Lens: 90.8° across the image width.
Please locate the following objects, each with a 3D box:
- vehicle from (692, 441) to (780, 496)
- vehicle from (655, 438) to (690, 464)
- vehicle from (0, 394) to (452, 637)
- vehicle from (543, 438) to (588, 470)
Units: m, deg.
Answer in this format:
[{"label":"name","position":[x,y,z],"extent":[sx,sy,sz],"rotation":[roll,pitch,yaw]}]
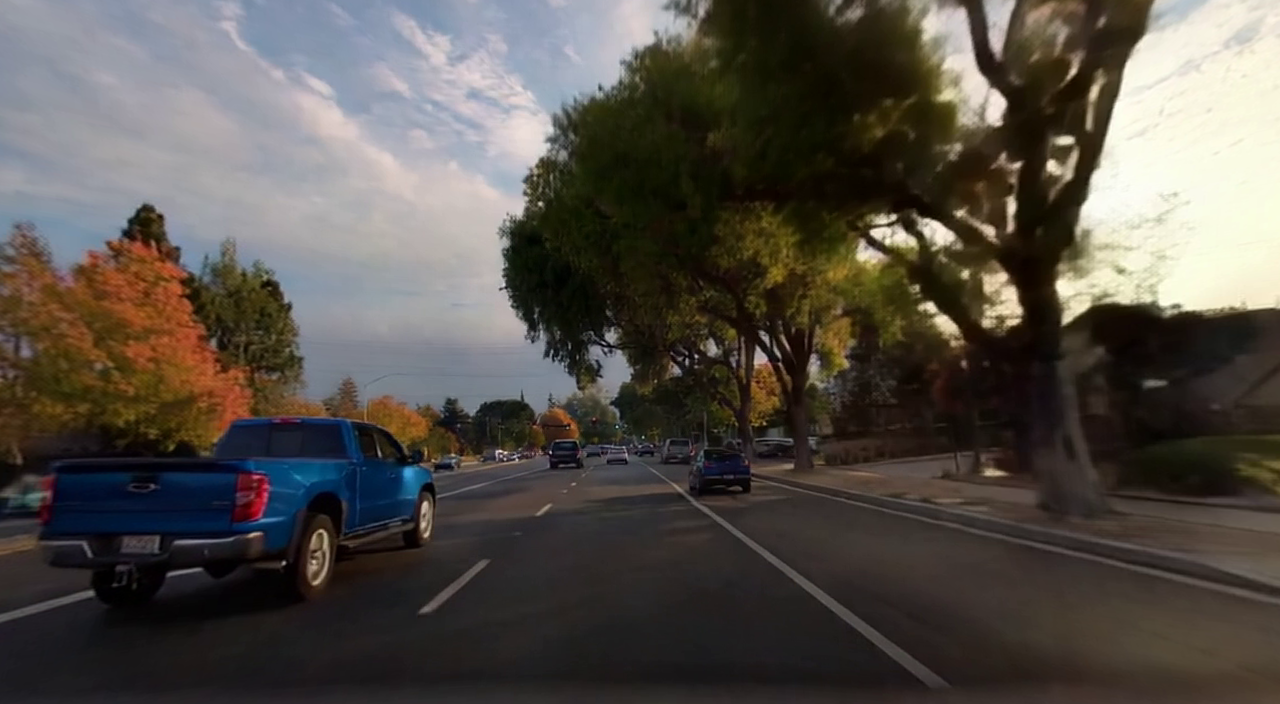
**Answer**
[{"label":"vehicle","position":[2.764,3.439,19.132],"extent":[1.884,1.463,4.195],"rotation":[0,-8,-2]},{"label":"vehicle","position":[2.374,7.320,46.922],"extent":[2.099,1.845,4.363],"rotation":[0,-8,-3]},{"label":"vehicle","position":[-4.006,1.560,7.266],"extent":[2.111,1.745,5.274],"rotation":[0,-8,-1]},{"label":"vehicle","position":[-4.400,6.098,37.978],"extent":[2.218,1.829,4.492],"rotation":[0,-8,-1]}]
